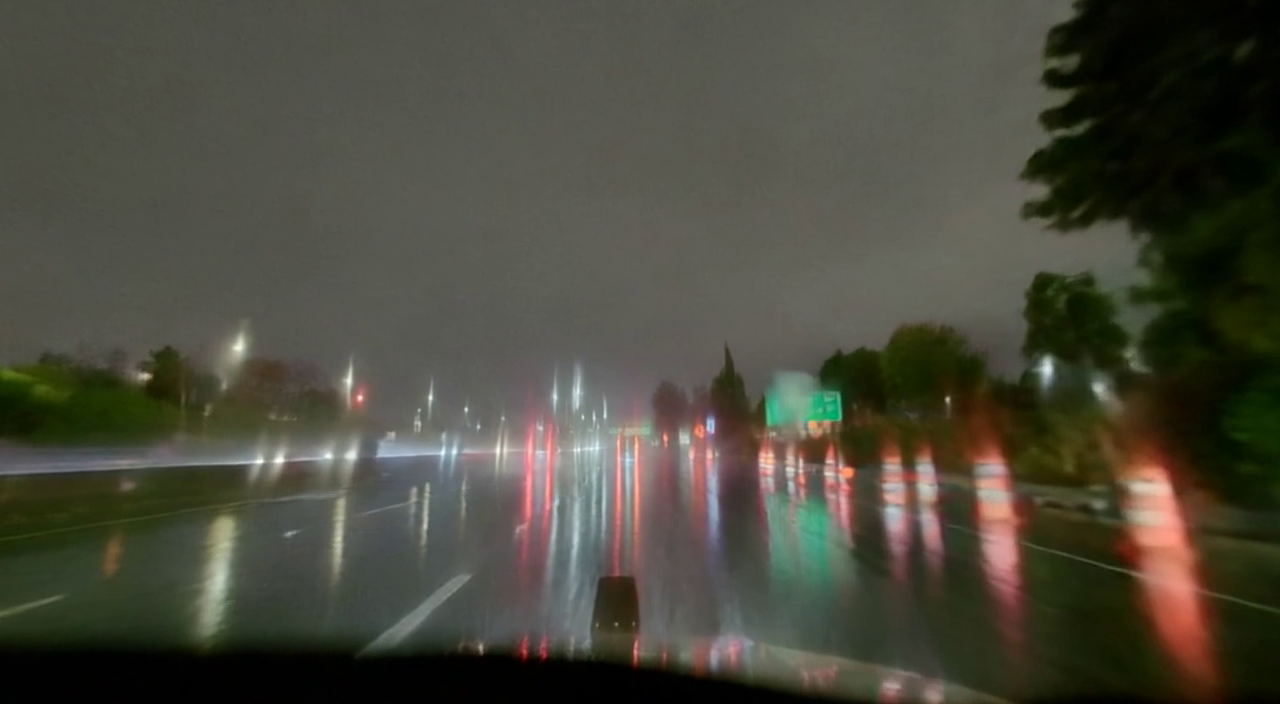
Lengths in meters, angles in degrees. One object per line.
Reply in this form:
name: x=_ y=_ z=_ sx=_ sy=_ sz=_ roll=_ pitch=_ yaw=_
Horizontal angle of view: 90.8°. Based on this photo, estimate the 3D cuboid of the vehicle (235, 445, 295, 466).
vehicle: x=-27.839 y=7.702 z=47.062 sx=1.850 sy=1.472 sz=4.354 roll=0 pitch=-9 yaw=-1

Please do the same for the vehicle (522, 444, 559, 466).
vehicle: x=-7.135 y=7.442 z=45.827 sx=1.997 sy=1.507 sz=4.248 roll=0 pitch=-9 yaw=0

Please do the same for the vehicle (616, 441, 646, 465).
vehicle: x=-0.690 y=7.389 z=46.162 sx=2.109 sy=1.638 sz=3.856 roll=0 pitch=-9 yaw=-1

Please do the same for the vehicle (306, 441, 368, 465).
vehicle: x=-21.202 y=7.069 z=44.437 sx=1.989 sy=1.587 sz=4.874 roll=0 pitch=-9 yaw=0
